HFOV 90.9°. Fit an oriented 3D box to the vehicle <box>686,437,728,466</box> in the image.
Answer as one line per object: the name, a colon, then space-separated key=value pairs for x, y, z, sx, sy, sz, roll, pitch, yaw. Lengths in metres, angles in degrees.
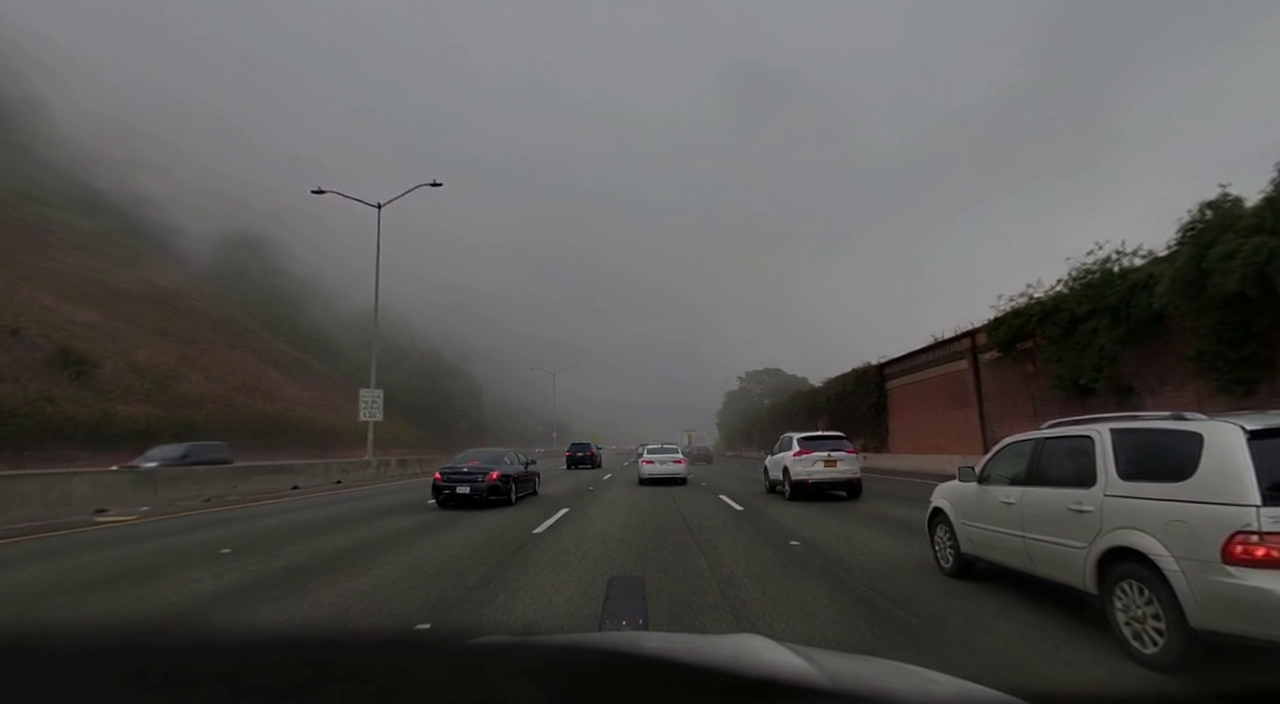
vehicle: x=3.678 y=5.532 z=35.213 sx=1.855 sy=1.513 sz=3.915 roll=0 pitch=-8 yaw=-1

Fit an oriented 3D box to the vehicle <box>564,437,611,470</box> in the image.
vehicle: x=-2.928 y=5.781 z=36.182 sx=2.154 sy=1.793 sz=4.736 roll=0 pitch=-8 yaw=1

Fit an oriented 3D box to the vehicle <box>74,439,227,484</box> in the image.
vehicle: x=-21.453 y=4.788 z=28.091 sx=2.205 sy=1.769 sz=5.650 roll=0 pitch=-8 yaw=1

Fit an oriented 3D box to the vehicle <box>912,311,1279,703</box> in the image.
vehicle: x=3.710 y=0.945 z=4.076 sx=1.930 sy=1.831 sz=4.344 roll=0 pitch=-8 yaw=0

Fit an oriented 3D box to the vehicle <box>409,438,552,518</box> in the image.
vehicle: x=-3.284 y=2.669 z=13.977 sx=1.961 sy=1.456 sz=4.362 roll=0 pitch=-8 yaw=1

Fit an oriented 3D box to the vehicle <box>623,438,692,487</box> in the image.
vehicle: x=0.523 y=3.661 z=21.225 sx=2.105 sy=1.471 sz=3.978 roll=0 pitch=-8 yaw=0

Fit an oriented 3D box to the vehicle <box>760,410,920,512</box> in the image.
vehicle: x=4.155 y=2.360 z=14.066 sx=1.970 sy=1.872 sz=4.575 roll=0 pitch=-8 yaw=-1
